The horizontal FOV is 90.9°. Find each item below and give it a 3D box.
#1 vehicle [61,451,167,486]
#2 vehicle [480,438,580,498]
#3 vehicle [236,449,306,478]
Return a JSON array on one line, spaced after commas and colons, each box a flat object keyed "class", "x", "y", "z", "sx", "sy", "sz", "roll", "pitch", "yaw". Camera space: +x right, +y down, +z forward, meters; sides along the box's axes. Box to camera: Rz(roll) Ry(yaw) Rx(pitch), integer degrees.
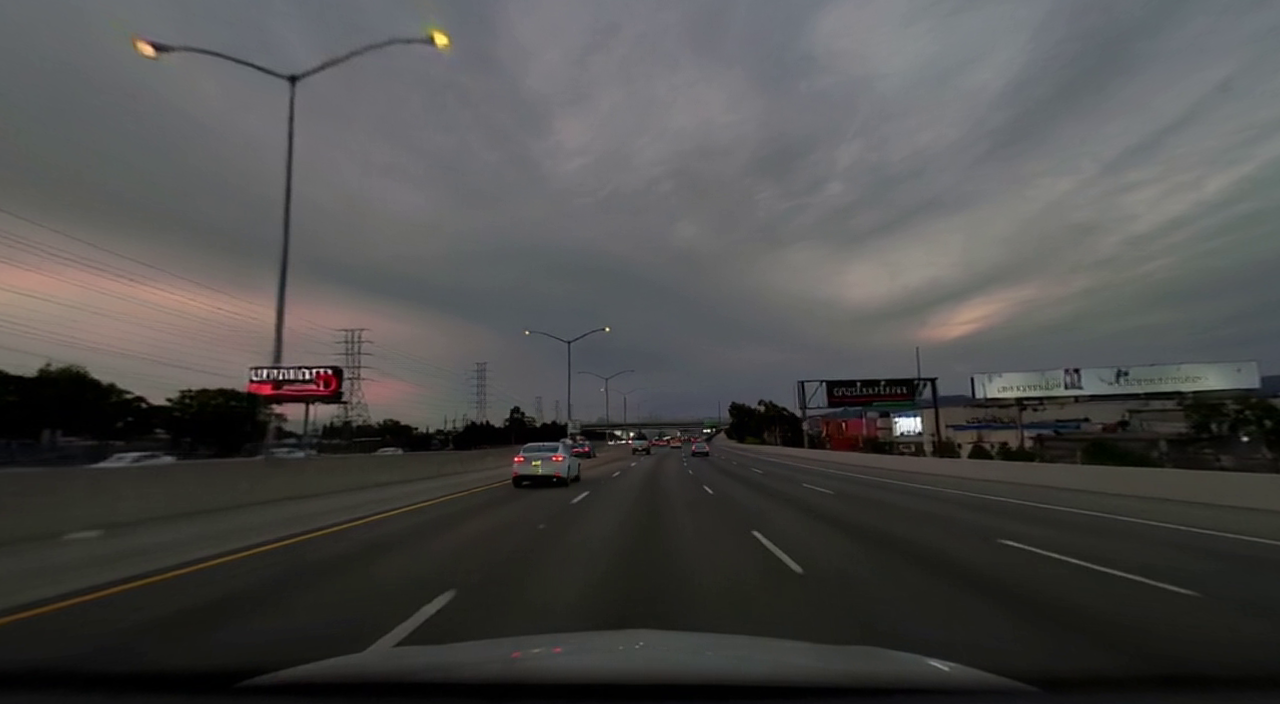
[{"class": "vehicle", "x": -23.033, "y": 5.096, "z": 27.804, "sx": 1.605, "sy": 1.392, "sz": 3.428, "roll": 0, "pitch": -8, "yaw": 2}, {"class": "vehicle", "x": -2.838, "y": 3.093, "z": 17.210, "sx": 1.891, "sy": 1.444, "sz": 3.968, "roll": 0, "pitch": -8, "yaw": 2}, {"class": "vehicle", "x": -19.140, "y": 5.754, "z": 32.828, "sx": 1.472, "sy": 1.365, "sz": 3.348, "roll": -1, "pitch": -8, "yaw": 3}]
